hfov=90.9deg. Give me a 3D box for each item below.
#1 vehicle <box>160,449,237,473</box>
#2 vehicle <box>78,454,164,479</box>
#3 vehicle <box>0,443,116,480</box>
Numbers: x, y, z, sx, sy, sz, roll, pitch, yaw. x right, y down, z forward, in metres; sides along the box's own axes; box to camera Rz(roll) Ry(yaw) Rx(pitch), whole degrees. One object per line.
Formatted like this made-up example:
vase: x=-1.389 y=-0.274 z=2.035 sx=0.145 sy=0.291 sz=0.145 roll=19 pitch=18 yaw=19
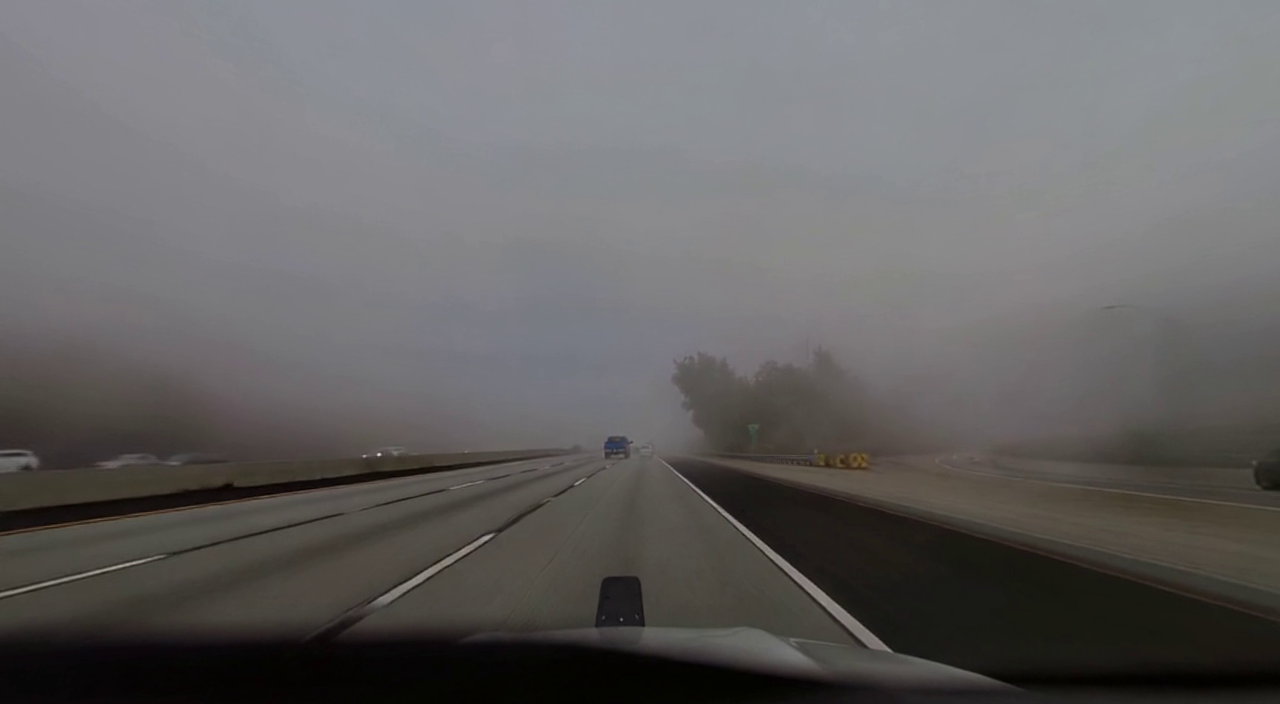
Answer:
vehicle: x=-29.119 y=7.172 z=41.747 sx=1.841 sy=1.487 sz=4.538 roll=0 pitch=-8 yaw=0
vehicle: x=-33.209 y=7.309 z=40.481 sx=1.831 sy=1.431 sz=4.333 roll=0 pitch=-8 yaw=0
vehicle: x=-36.645 y=6.847 z=39.916 sx=2.373 sy=2.163 sz=5.150 roll=0 pitch=-8 yaw=1
